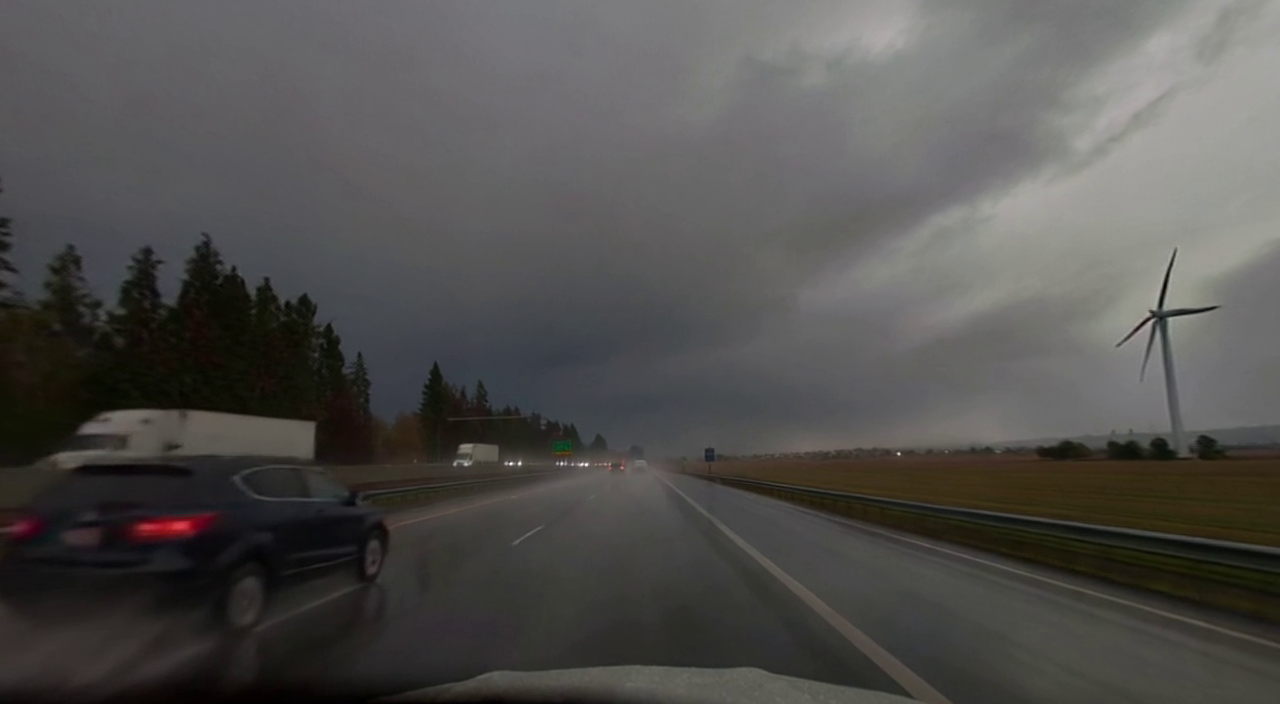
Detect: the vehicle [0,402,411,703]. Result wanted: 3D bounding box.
[{"bbox_3d":[-3.553,1.303,4.430,2.039,1.505,4.843,1,-10,0],"label":"vehicle"}]
